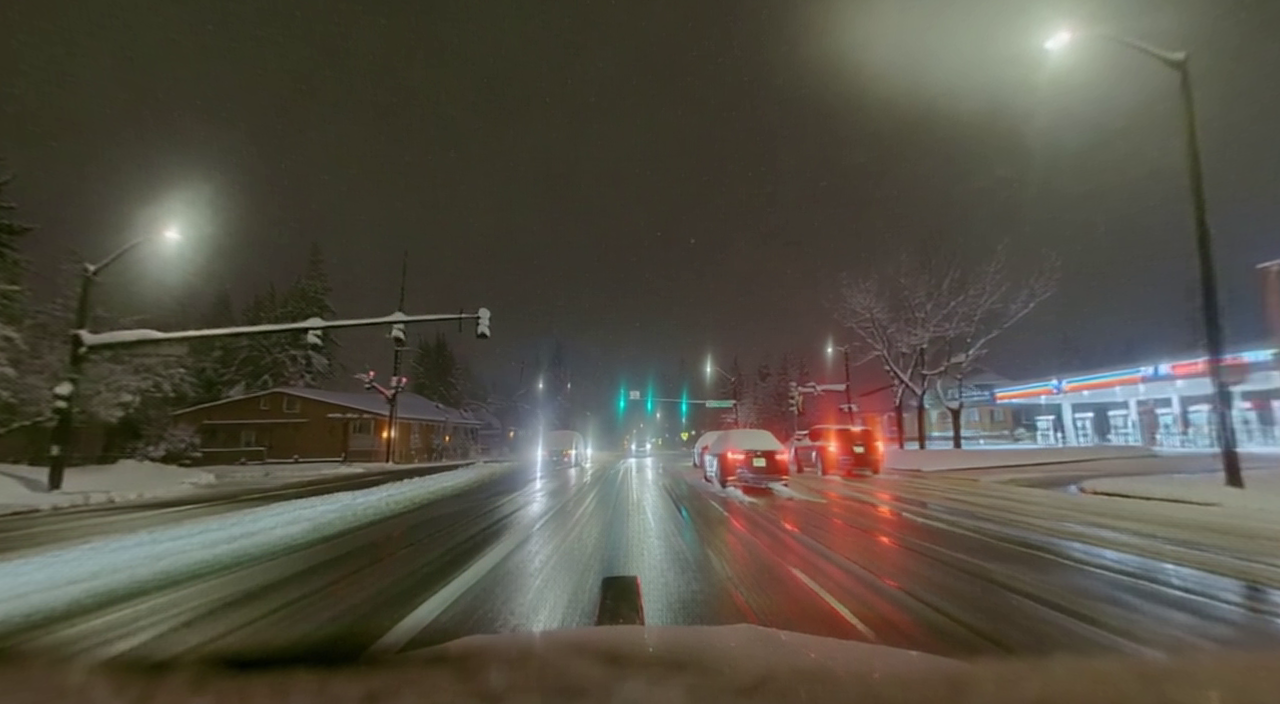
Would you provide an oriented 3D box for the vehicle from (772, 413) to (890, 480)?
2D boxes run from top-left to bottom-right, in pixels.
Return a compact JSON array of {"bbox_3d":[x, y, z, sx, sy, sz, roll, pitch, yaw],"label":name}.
[{"bbox_3d":[6.913,3.532,23.742,2.510,2.176,5.527,0,-8,-2],"label":"vehicle"}]

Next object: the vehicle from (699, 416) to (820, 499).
[{"bbox_3d":[2.851,2.674,16.290,2.140,1.800,4.660,0,-8,0],"label":"vehicle"}]

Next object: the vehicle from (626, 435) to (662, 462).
[{"bbox_3d":[0.203,6.142,40.304,2.131,1.665,3.926,0,-8,-2],"label":"vehicle"}]

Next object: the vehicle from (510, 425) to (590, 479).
[{"bbox_3d":[-3.239,3.714,23.706,2.261,1.820,4.255,0,-8,2],"label":"vehicle"}]
